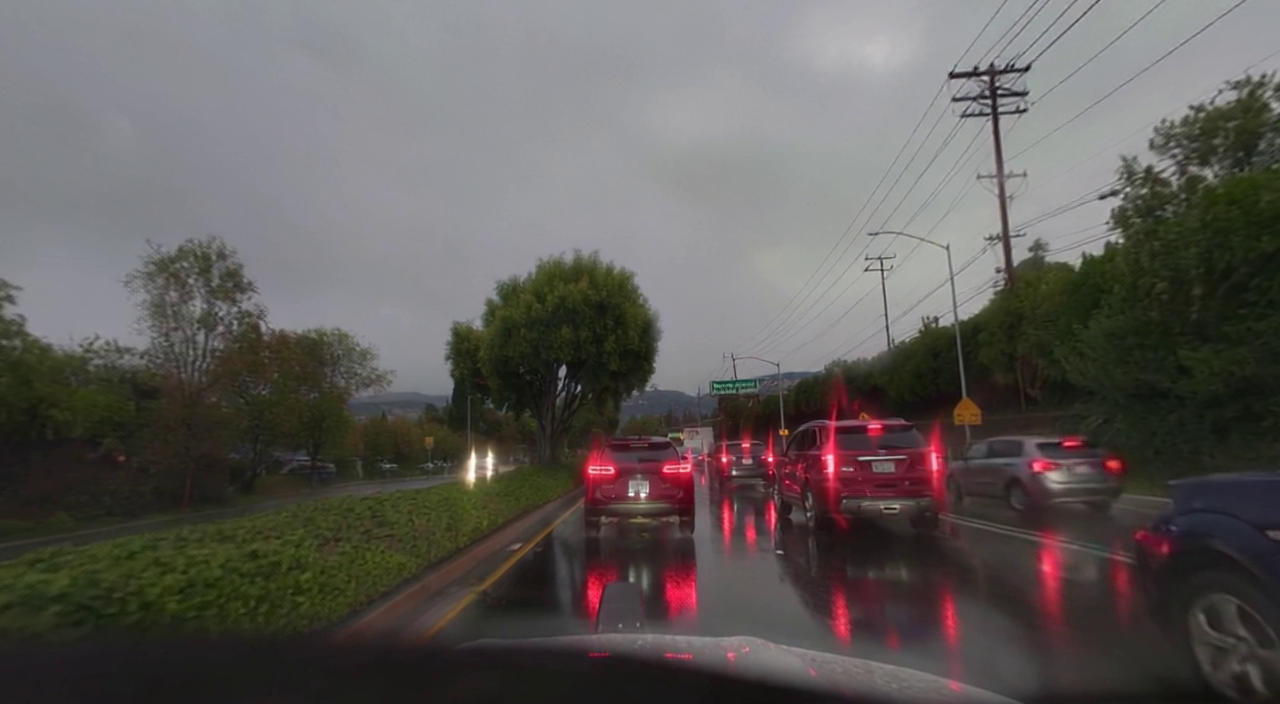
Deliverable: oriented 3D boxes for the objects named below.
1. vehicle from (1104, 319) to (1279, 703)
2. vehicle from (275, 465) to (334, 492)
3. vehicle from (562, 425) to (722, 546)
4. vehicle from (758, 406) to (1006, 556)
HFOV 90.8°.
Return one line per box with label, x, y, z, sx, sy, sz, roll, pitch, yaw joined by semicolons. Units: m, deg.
vehicle;3.524;0.542;1.219;2.001;1.707;4.250;0;-8;0
vehicle;-22.613;8.504;42.734;1.847;1.554;3.926;0;-8;0
vehicle;0.006;2.159;10.888;2.199;1.641;4.232;0;-8;-1
vehicle;3.394;1.918;10.099;2.097;1.818;4.625;0;-8;0
